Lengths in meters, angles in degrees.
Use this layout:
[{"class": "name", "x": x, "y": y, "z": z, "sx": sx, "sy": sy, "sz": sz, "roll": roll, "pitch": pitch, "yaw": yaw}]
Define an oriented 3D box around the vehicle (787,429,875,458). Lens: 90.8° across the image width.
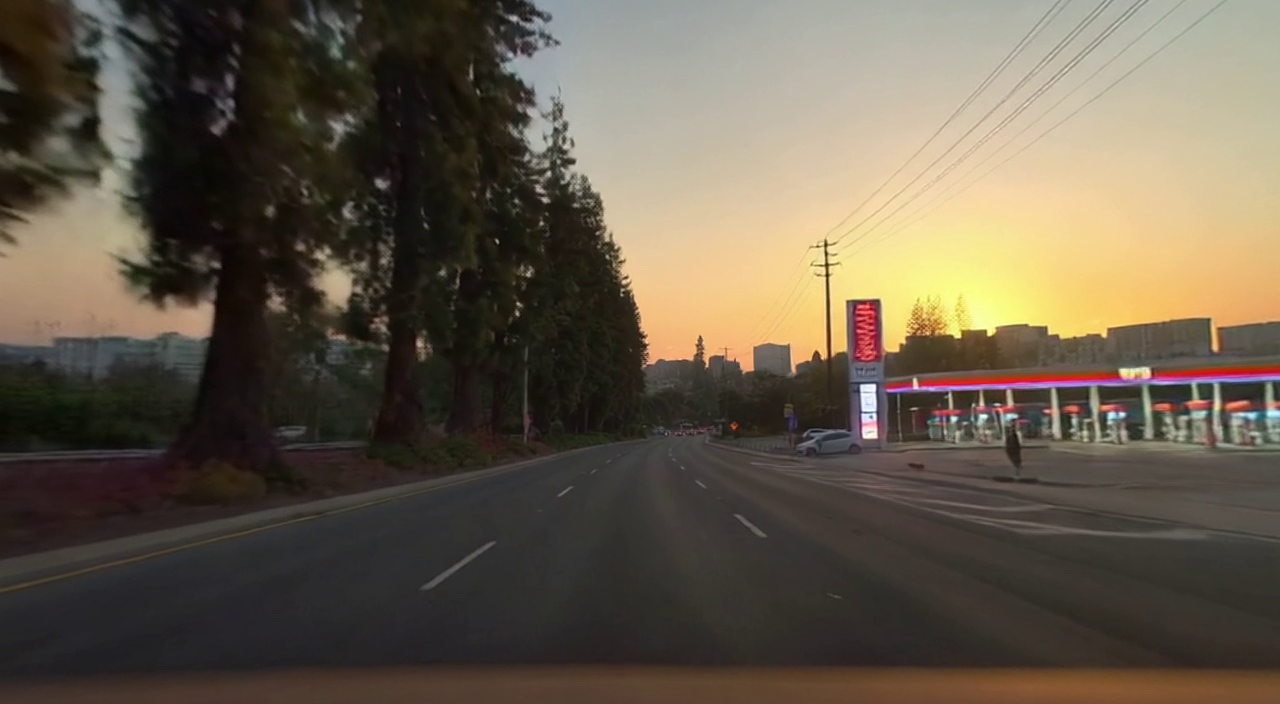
[{"class": "vehicle", "x": 10.979, "y": 5.281, "z": 36.551, "sx": 4.476, "sy": 1.629, "sz": 1.953, "roll": 0, "pitch": -8, "yaw": -1}]
